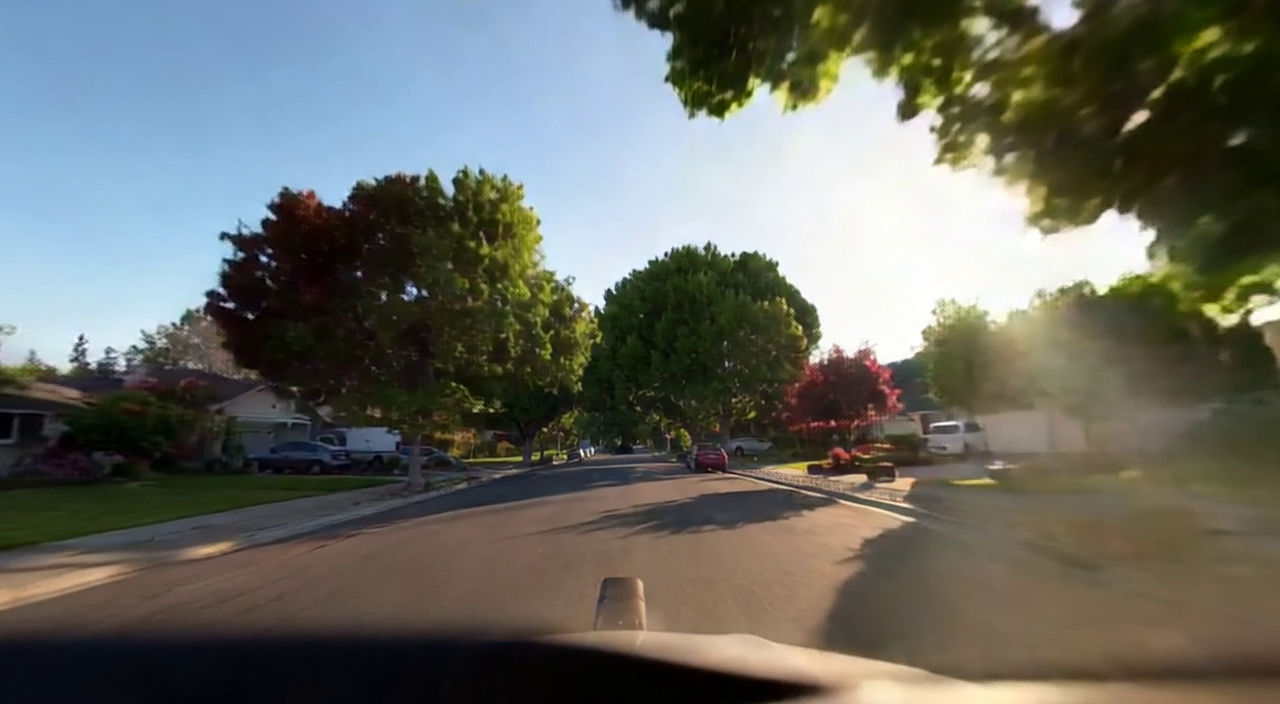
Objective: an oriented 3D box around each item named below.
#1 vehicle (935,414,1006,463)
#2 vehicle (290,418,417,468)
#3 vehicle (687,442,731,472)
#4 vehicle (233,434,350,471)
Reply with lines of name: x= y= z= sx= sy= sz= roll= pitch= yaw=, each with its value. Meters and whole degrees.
vehicle: x=14.742 y=3.848 z=27.960 sx=2.222 sy=1.963 sz=4.670 roll=-6 pitch=-10 yaw=33
vehicle: x=-16.972 y=5.440 z=37.454 sx=6.381 sy=2.645 sz=2.703 roll=-3 pitch=-9 yaw=10
vehicle: x=3.715 y=5.720 z=34.605 sx=2.011 sy=1.521 sz=4.292 roll=0 pitch=-8 yaw=1
vehicle: x=-15.955 y=4.636 z=29.034 sx=2.018 sy=1.534 sz=4.253 roll=-4 pitch=-10 yaw=25
